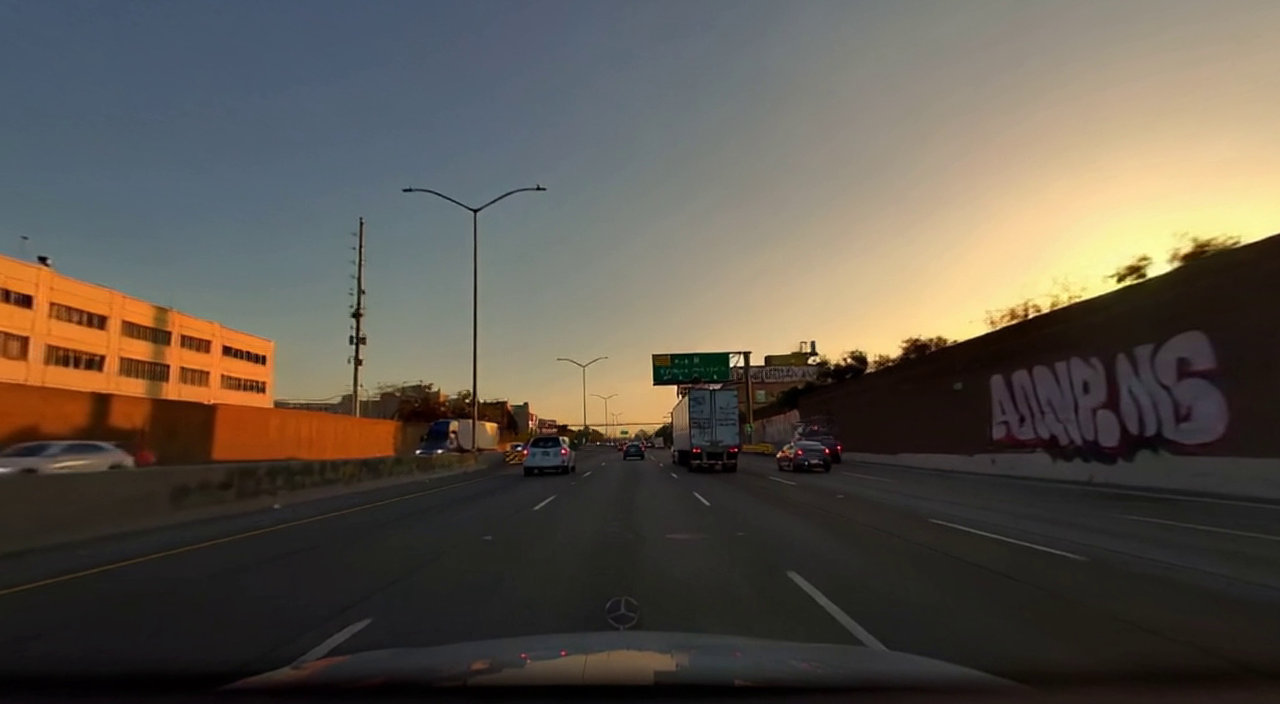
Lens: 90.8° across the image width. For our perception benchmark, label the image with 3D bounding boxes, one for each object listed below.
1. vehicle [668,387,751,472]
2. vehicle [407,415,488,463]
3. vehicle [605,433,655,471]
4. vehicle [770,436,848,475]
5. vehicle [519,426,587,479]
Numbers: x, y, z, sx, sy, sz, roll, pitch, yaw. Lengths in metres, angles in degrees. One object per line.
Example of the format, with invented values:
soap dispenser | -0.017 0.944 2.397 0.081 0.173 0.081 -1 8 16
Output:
vehicle | 3.344 4.285 33.716 2.976 3.806 10.591 0 -9 -1
vehicle | -14.366 6.722 48.306 2.928 3.237 10.432 0 -9 0
vehicle | -0.463 4.740 29.984 2.191 1.685 4.015 0 -9 0
vehicle | 7.073 4.390 26.965 1.915 1.476 4.677 0 -9 -1
vehicle | -3.296 3.940 24.975 2.249 1.843 5.176 0 -9 -3
